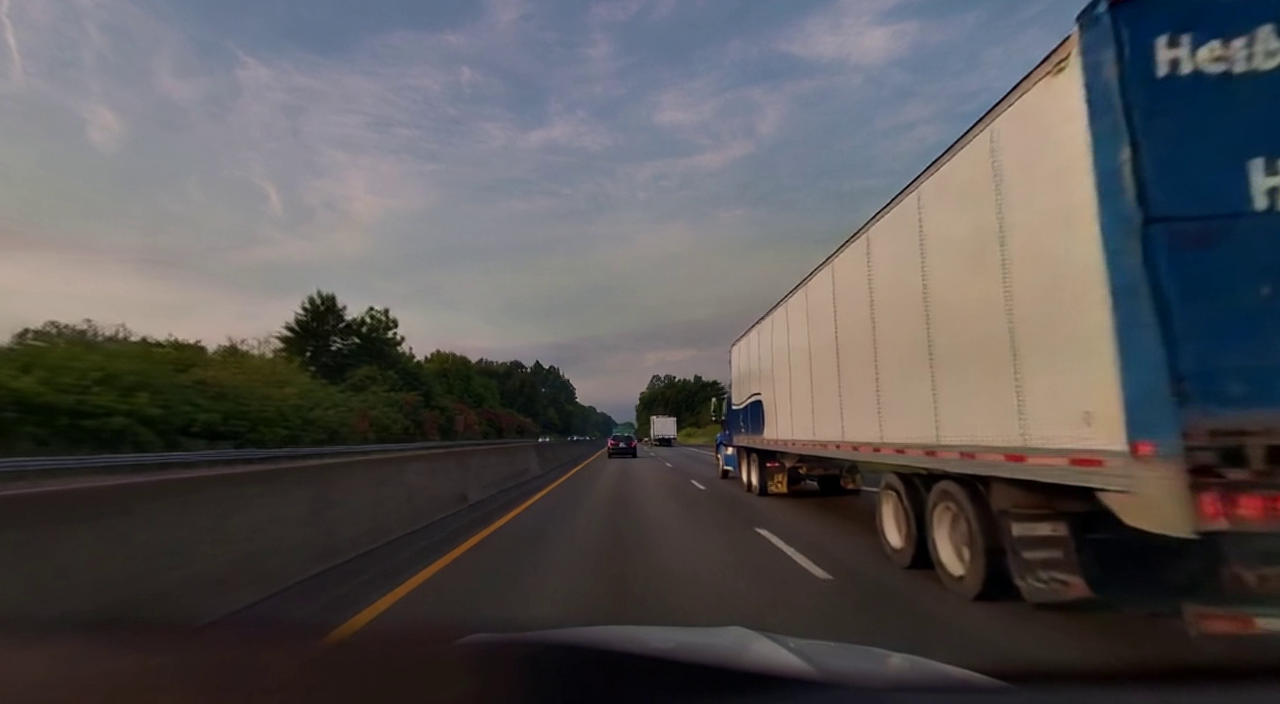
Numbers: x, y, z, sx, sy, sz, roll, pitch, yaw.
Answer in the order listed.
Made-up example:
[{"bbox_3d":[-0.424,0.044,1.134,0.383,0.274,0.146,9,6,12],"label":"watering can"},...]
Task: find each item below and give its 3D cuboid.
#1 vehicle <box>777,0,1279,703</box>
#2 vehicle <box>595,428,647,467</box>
[{"bbox_3d":[4.190,0.261,7.335,2.853,4.038,9.832,0,-8,-1],"label":"vehicle"},{"bbox_3d":[-0.805,4.103,27.305,2.095,1.557,3.963,0,-8,-1],"label":"vehicle"}]
